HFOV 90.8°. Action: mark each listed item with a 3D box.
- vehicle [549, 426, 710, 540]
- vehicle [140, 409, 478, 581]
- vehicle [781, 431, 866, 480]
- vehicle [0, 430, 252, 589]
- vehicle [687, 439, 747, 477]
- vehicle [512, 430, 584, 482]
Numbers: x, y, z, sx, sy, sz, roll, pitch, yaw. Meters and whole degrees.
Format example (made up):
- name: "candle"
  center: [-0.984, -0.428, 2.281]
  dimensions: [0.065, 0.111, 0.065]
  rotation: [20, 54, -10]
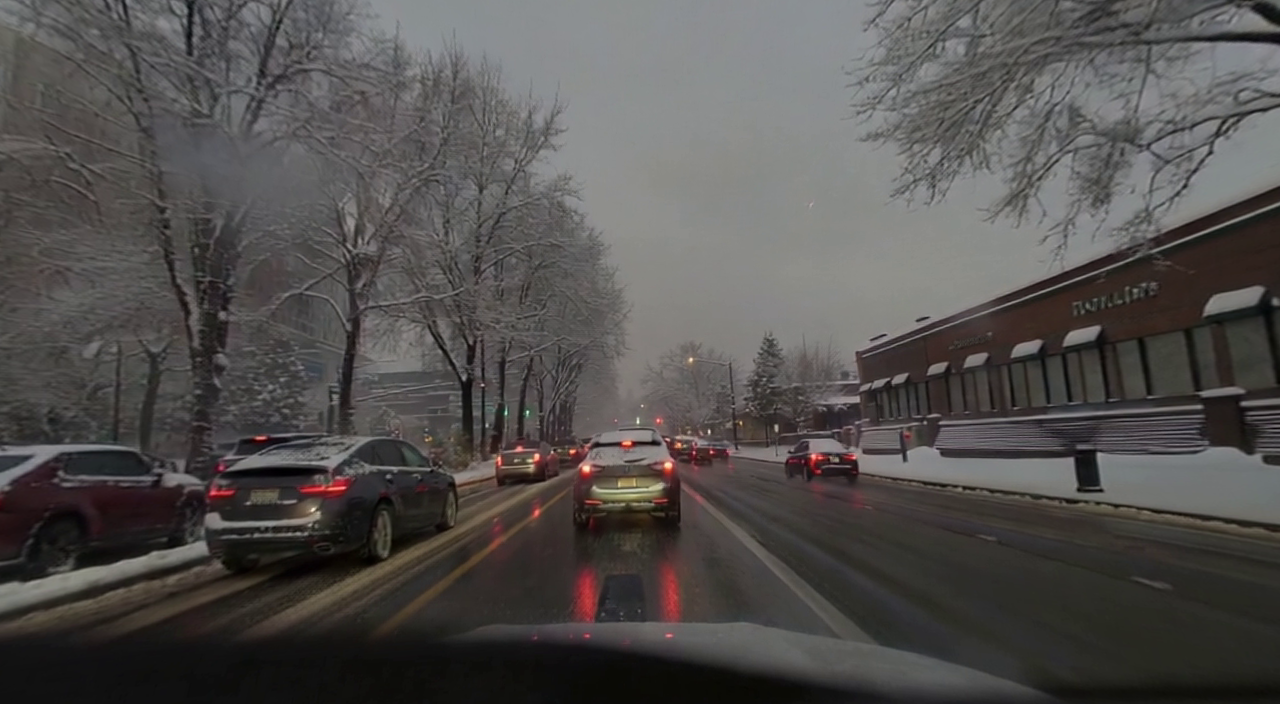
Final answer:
- name: "vehicle"
  center: [-0.179, 2.090, 10.683]
  dimensions: [2.161, 1.501, 4.184]
  rotation: [0, -9, -1]
- name: "vehicle"
  center: [-3.734, 1.703, 8.279]
  dimensions: [2.009, 1.619, 4.376]
  rotation: [-1, -9, 1]
- name: "vehicle"
  center: [6.807, 3.900, 23.946]
  dimensions: [1.889, 1.681, 4.120]
  rotation: [0, -9, -1]
- name: "vehicle"
  center: [-6.939, 1.775, 7.782]
  dimensions: [1.748, 1.485, 4.090]
  rotation: [0, -9, -1]
- name: "vehicle"
  center: [3.160, 4.471, 26.820]
  dimensions: [1.905, 1.473, 4.183]
  rotation: [0, -9, -2]
- name: "vehicle"
  center: [-3.518, 4.113, 25.146]
  dimensions: [2.154, 1.801, 5.015]
  rotation: [0, -9, 0]
